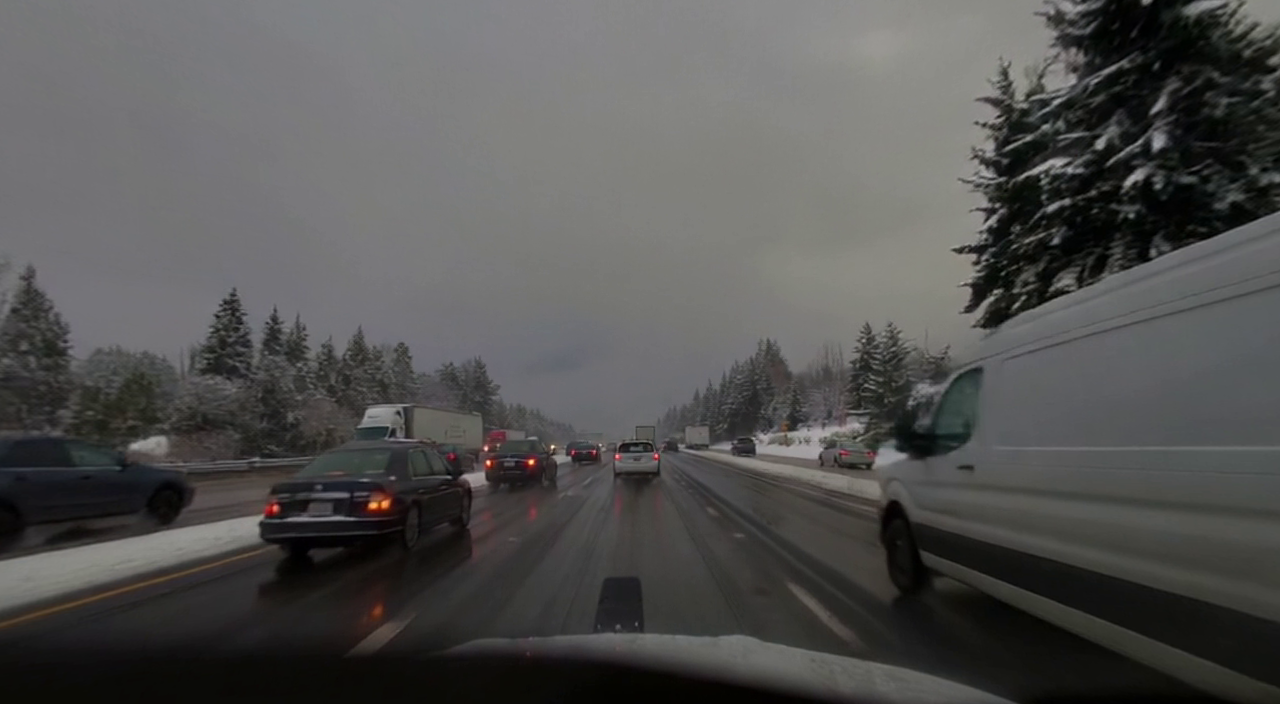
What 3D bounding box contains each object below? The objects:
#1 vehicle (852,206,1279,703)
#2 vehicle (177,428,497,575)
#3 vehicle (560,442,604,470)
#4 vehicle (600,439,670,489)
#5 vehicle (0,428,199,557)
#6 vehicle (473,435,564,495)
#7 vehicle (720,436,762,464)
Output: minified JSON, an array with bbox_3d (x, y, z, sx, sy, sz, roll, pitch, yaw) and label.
[{"bbox_3d":[3.360,0.757,3.336,2.460,2.086,5.576,0,-9,0],"label":"vehicle"},{"bbox_3d":[-3.587,1.870,8.696,2.098,1.463,4.578,0,-9,1],"label":"vehicle"},{"bbox_3d":[-3.278,5.980,36.278,2.062,1.459,4.365,0,-9,1],"label":"vehicle"},{"bbox_3d":[-0.152,3.604,20.567,2.053,1.461,3.941,0,-9,0],"label":"vehicle"},{"bbox_3d":[-8.796,1.863,8.653,2.125,1.542,4.595,0,-9,0],"label":"vehicle"},{"bbox_3d":[-3.583,3.417,19.379,1.956,1.602,4.258,0,-9,0],"label":"vehicle"},{"bbox_3d":[6.632,6.493,41.757,1.992,1.745,4.329,0,-9,-1],"label":"vehicle"}]
